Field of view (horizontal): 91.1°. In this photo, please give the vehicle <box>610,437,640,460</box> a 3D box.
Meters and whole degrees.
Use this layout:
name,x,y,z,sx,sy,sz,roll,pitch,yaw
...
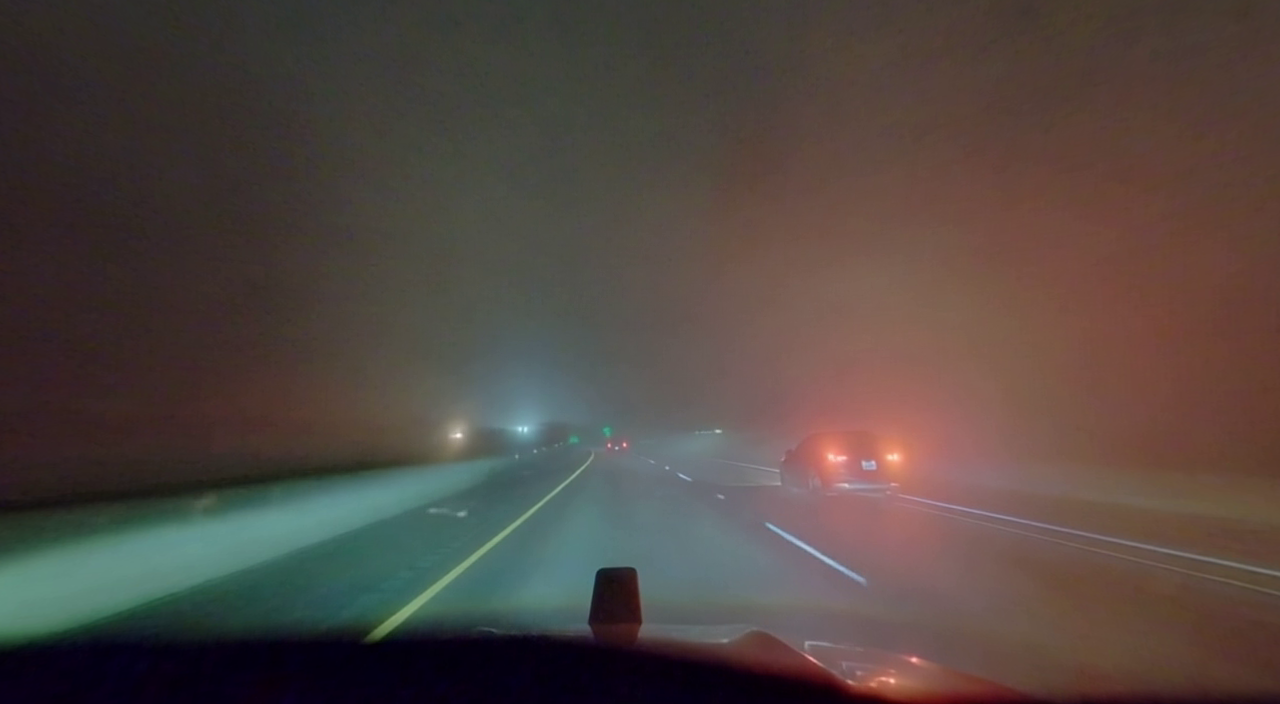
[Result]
name,x,y,z,sx,sy,sz,roll,pitch,yaw
vehicle,-1.092,6.719,43.731,1.998,1.512,3.735,0,-8,-3

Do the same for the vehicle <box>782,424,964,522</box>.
name,x,y,z,sx,sy,sz,roll,pitch,yaw
vehicle,4.047,2.144,11.663,1.852,1.513,3.652,0,-8,-2
